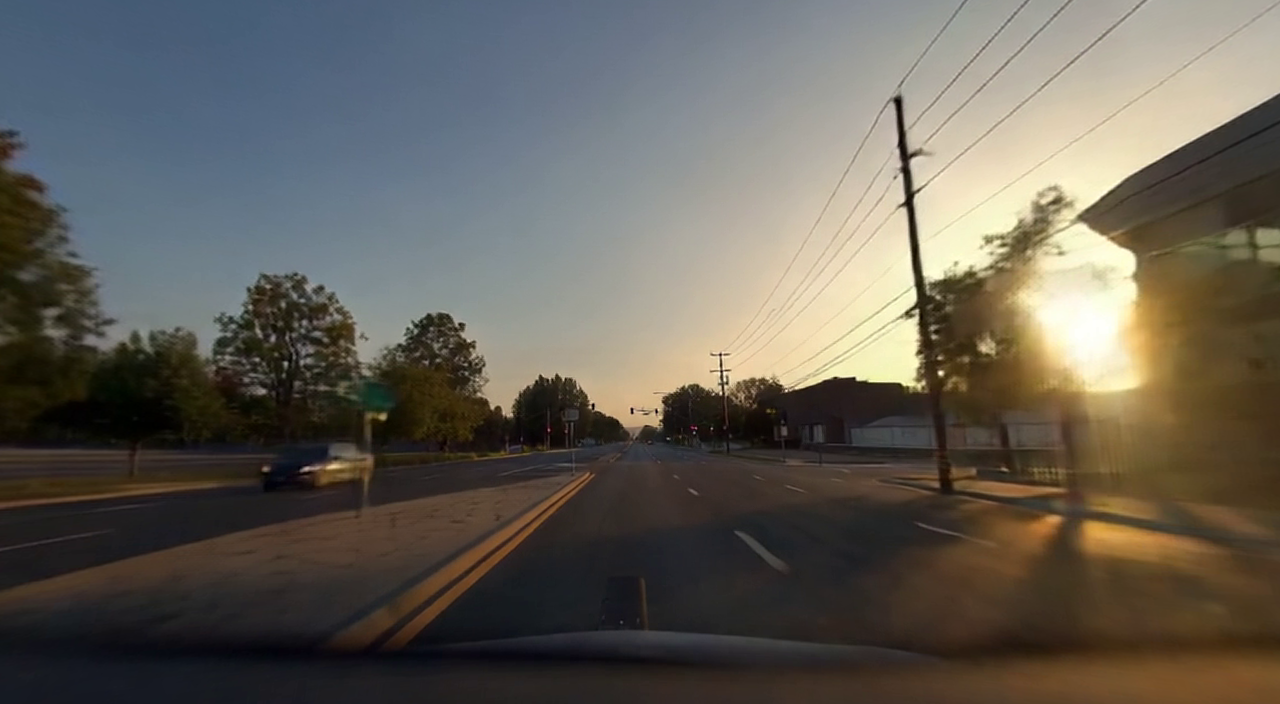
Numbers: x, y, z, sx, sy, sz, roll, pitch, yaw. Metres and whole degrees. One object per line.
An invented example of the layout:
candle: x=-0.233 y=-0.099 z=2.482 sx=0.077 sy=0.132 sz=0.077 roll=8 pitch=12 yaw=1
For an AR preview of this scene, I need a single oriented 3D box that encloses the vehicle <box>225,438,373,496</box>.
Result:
vehicle: x=-10.576 y=3.595 z=20.175 sx=1.916 sy=1.593 sz=5.012 roll=0 pitch=-8 yaw=0
